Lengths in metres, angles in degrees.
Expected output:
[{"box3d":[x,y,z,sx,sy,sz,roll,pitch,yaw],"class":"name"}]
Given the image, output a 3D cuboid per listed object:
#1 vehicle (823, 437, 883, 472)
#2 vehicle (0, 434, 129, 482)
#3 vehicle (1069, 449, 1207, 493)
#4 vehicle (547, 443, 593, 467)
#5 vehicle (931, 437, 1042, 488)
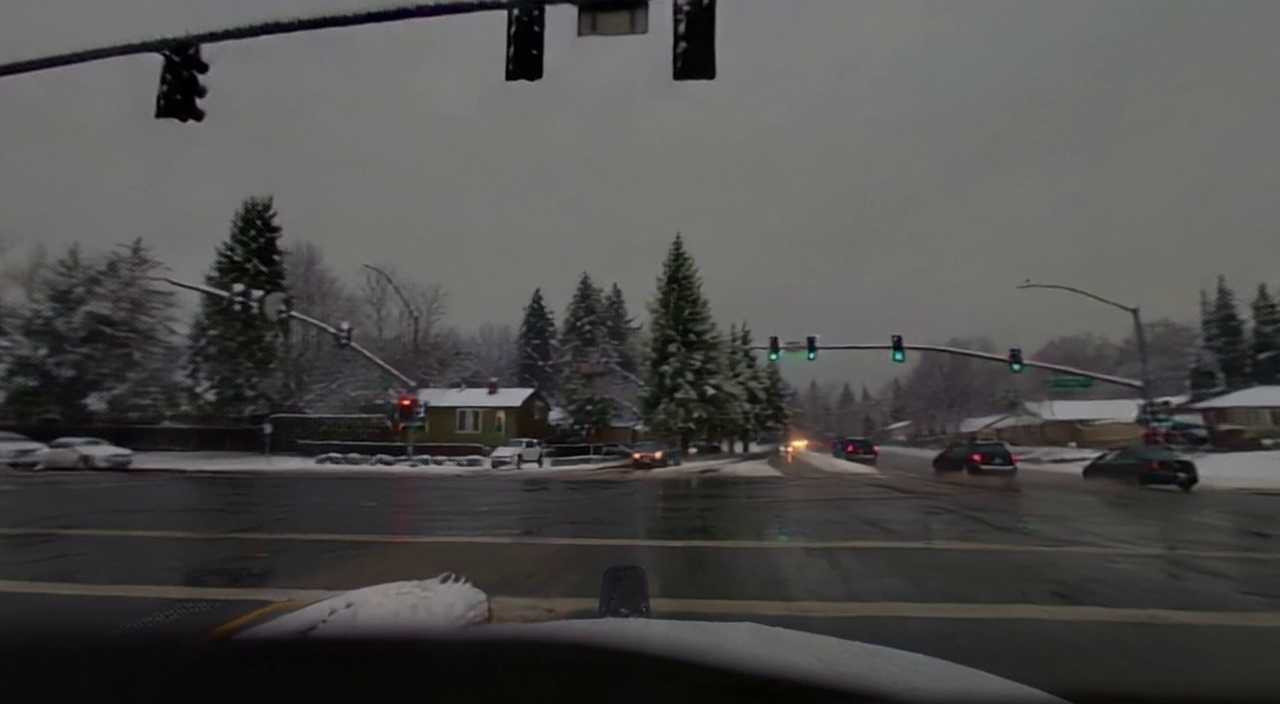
[{"box3d":[11.854,5.744,35.444,2.239,1.812,4.812,-1,-9,7],"class":"vehicle"},{"box3d":[-23.937,4.255,25.439,4.911,1.801,2.129,-1,-9,7],"class":"vehicle"},{"box3d":[20.632,4.914,26.482,2.053,1.589,5.137,-1,-9,7],"class":"vehicle"},{"box3d":[-4.685,7.015,42.889,2.039,1.519,4.356,-2,-9,8],"class":"vehicle"},{"box3d":[13.397,4.289,24.785,2.120,1.767,4.856,-2,-9,8],"class":"vehicle"}]
